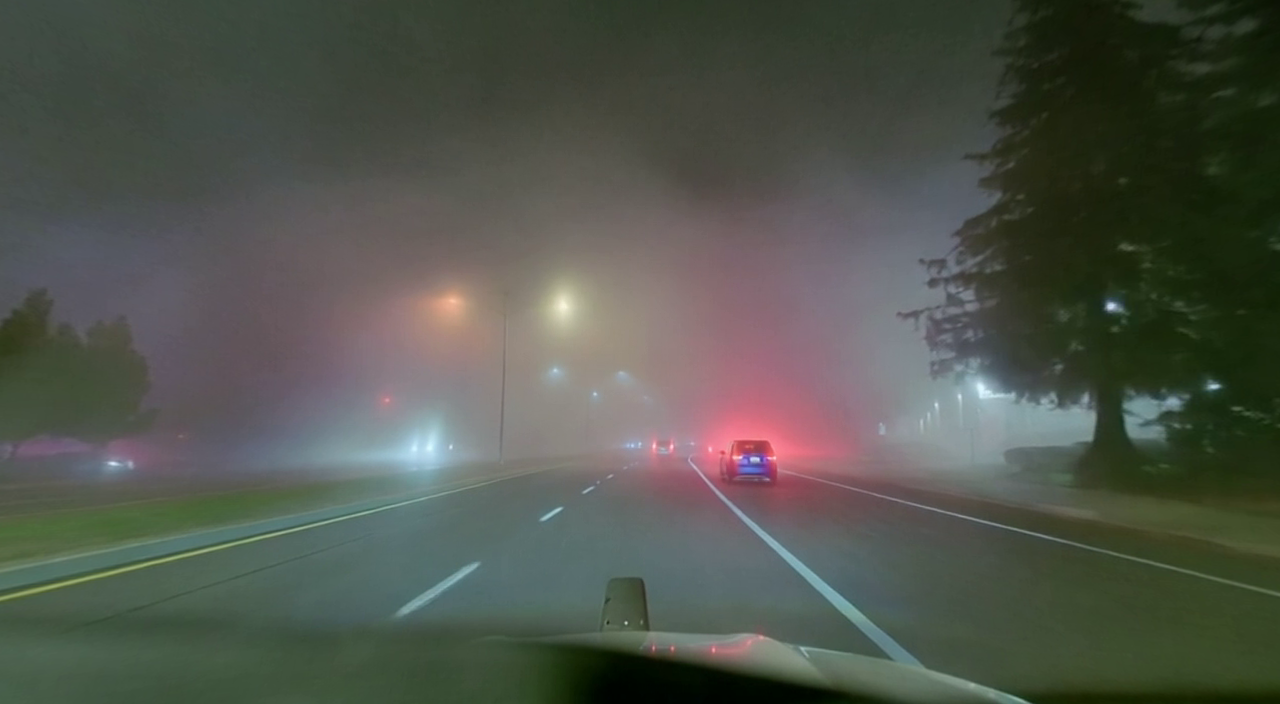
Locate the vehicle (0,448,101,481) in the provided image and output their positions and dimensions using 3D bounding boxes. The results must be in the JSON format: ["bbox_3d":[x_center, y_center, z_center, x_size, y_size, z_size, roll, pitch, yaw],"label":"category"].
[{"bbox_3d":[-27.659,5.074,28.575,4.456,1.428,1.950,1,-8,-6],"label":"vehicle"}]

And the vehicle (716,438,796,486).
[{"bbox_3d":[3.941,3.807,22.149,1.981,1.499,4.536,0,-8,0],"label":"vehicle"}]

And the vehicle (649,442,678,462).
[{"bbox_3d":[1.891,7.871,49.651,2.059,1.477,3.988,-1,-8,5],"label":"vehicle"}]

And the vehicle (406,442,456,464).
[{"bbox_3d":[-15.200,7.351,46.063,2.055,1.495,4.772,0,-8,0],"label":"vehicle"}]
